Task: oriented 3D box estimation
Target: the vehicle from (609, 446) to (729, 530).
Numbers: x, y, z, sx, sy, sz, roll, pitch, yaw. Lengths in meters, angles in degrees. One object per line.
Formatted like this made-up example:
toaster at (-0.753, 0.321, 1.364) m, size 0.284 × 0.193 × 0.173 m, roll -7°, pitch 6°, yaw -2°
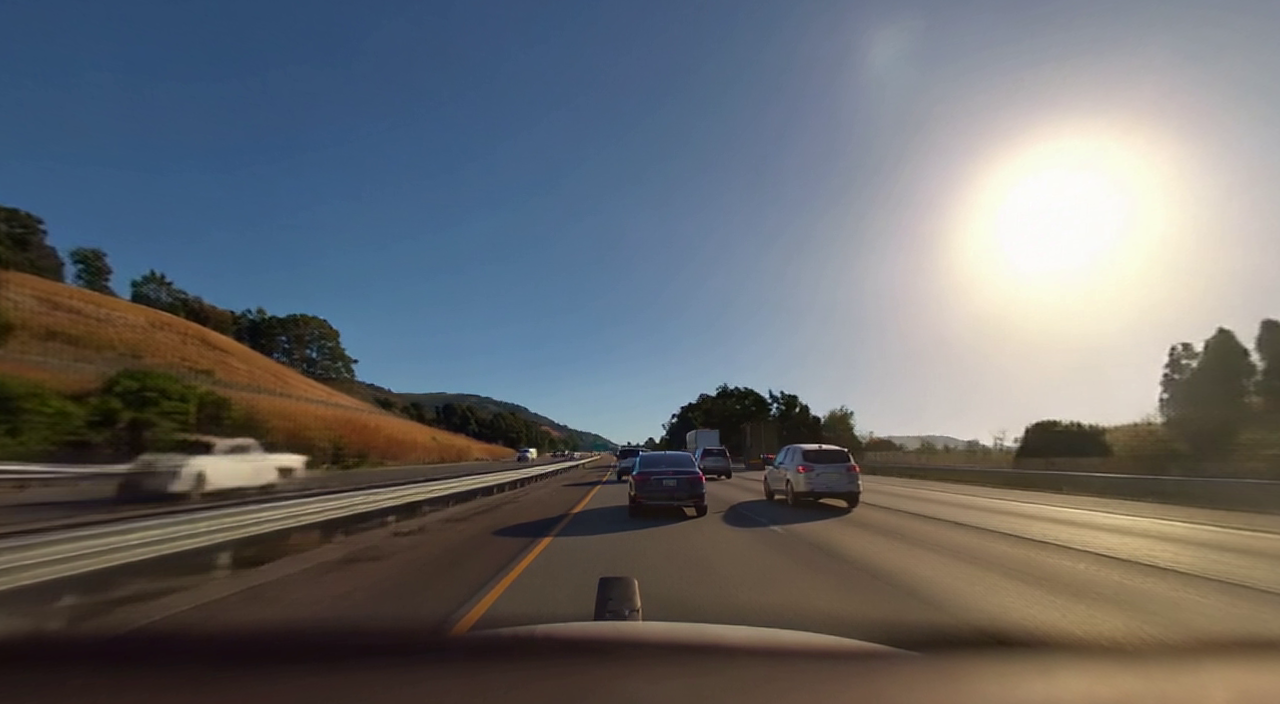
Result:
vehicle at (0.470, 2.671, 12.936) m, size 2.094 × 1.426 × 3.725 m, roll 0°, pitch -9°, yaw -1°

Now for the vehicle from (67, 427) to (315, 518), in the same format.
vehicle at (-8.557, 2.327, 12.585) m, size 1.941 × 1.483 × 4.061 m, roll 0°, pitch -9°, yaw 0°

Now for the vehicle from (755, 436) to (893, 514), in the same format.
vehicle at (4.394, 3.020, 15.963) m, size 1.998 × 1.657 × 4.604 m, roll 0°, pitch -9°, yaw -1°
